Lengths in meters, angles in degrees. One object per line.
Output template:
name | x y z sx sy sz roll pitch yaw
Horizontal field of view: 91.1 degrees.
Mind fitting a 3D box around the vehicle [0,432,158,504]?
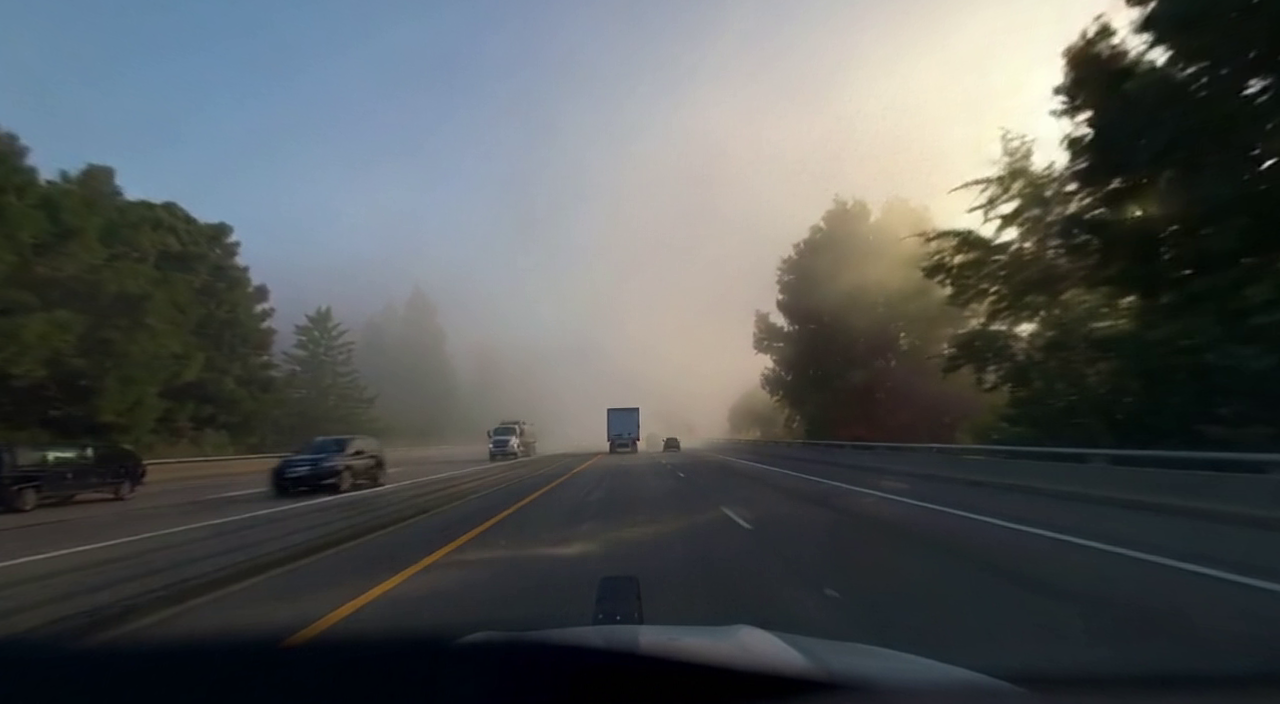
vehicle | -38.165 7.369 41.712 2.874 4.020 14.604 1 -8 -9

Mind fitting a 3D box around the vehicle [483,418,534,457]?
vehicle | -10.029 6.603 48.558 2.568 2.809 6.308 0 -8 0

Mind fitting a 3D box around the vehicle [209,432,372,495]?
vehicle | -9.261 2.952 17.207 1.949 1.471 4.555 0 -8 -2

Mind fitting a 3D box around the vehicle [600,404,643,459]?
vehicle | -1.192 4.984 39.188 2.450 3.098 6.965 0 -8 -2
